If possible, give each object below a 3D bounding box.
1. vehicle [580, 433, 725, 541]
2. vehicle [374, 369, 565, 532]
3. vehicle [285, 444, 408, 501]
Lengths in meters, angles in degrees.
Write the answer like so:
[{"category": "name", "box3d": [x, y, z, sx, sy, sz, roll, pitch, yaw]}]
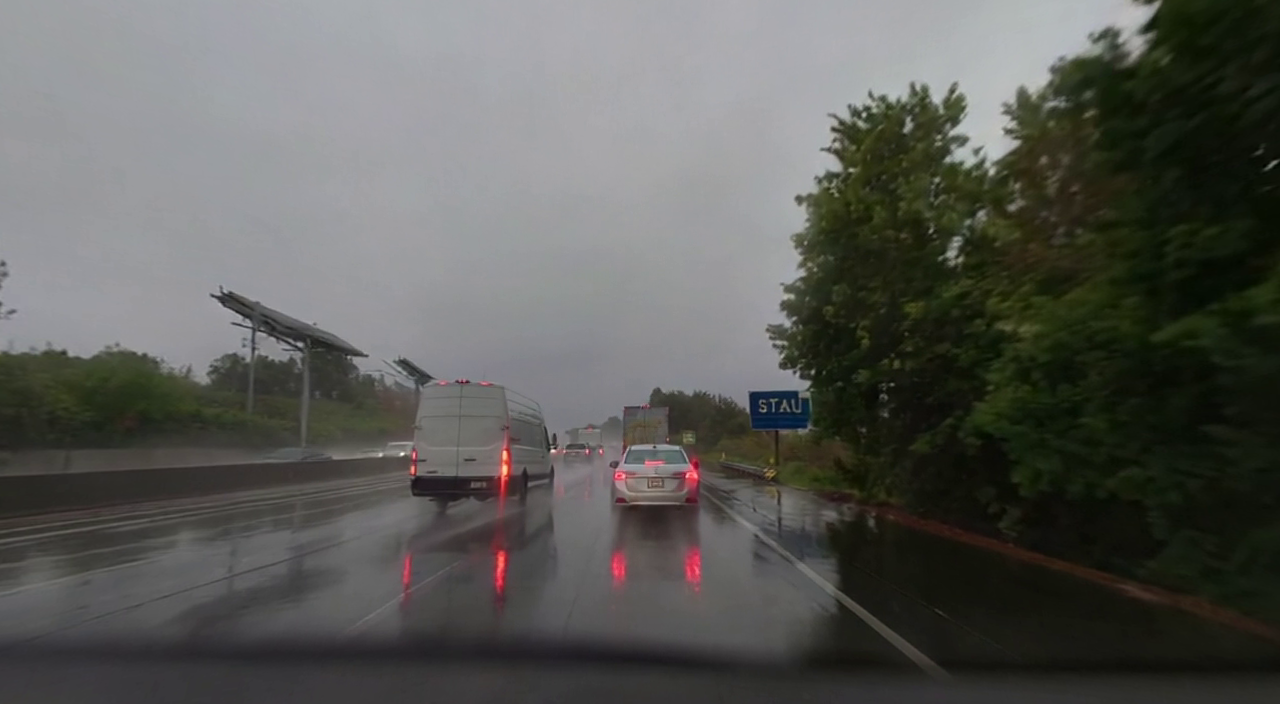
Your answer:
[{"category": "vehicle", "box3d": [0.161, 2.197, 10.805, 2.063, 1.507, 3.488, 0, -9, 0]}, {"category": "vehicle", "box3d": [-3.279, 2.170, 14.103, 2.289, 2.757, 6.726, 0, -9, 1]}, {"category": "vehicle", "box3d": [-8.498, 3.494, 18.660, 1.876, 1.482, 3.539, 0, -9, 0]}]
